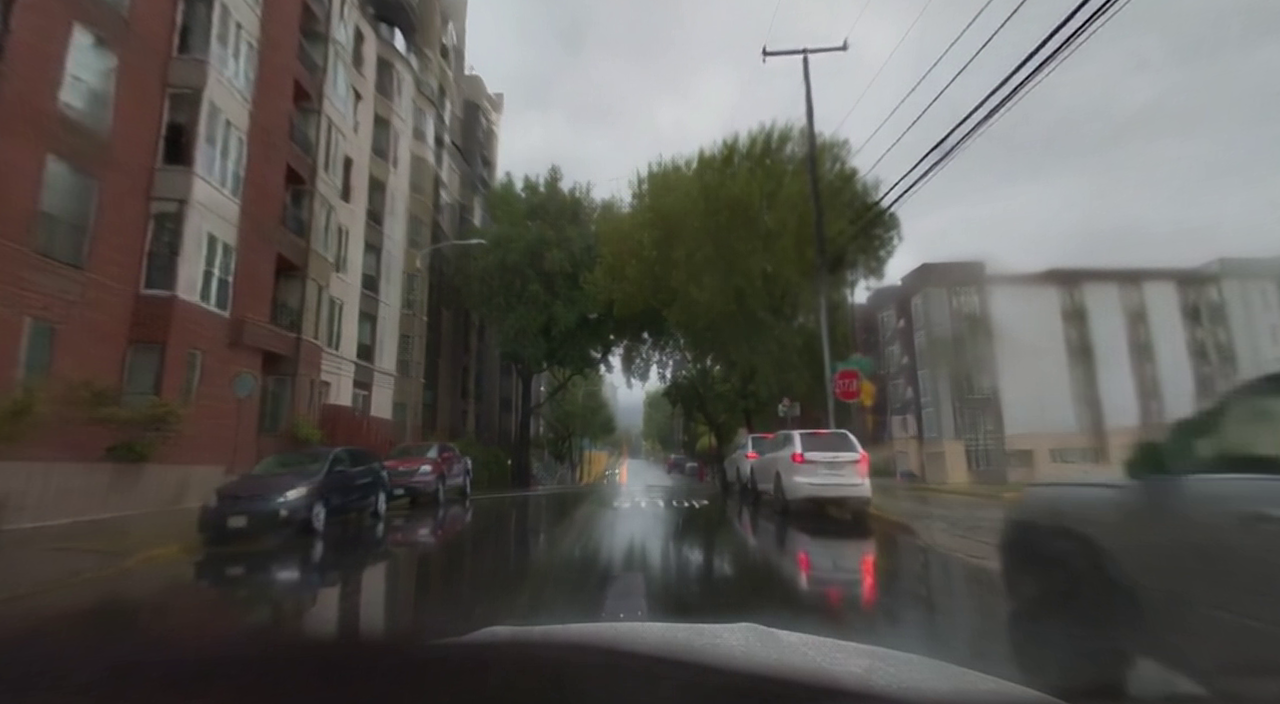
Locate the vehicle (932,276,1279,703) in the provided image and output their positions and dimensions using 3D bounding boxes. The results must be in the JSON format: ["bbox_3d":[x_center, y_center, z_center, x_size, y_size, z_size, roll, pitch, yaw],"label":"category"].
[{"bbox_3d":[3.306,0.658,2.021,2.082,1.902,5.122,0,-9,-3],"label":"vehicle"}]

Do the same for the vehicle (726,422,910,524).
[{"bbox_3d":[3.330,2.377,13.000,2.154,1.699,4.591,0,-9,-4],"label":"vehicle"}]

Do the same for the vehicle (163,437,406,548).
[{"bbox_3d":[-6.310,2.499,11.998,2.069,1.647,4.359,-1,-8,0],"label":"vehicle"}]

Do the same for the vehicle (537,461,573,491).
[{"bbox_3d":[-5.911,8.635,44.363,1.987,1.662,4.141,-2,-7,-1],"label":"vehicle"}]

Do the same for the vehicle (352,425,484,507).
[{"bbox_3d":[-6.115,3.304,18.188,2.076,1.913,5.060,-3,-11,-1],"label":"vehicle"}]
